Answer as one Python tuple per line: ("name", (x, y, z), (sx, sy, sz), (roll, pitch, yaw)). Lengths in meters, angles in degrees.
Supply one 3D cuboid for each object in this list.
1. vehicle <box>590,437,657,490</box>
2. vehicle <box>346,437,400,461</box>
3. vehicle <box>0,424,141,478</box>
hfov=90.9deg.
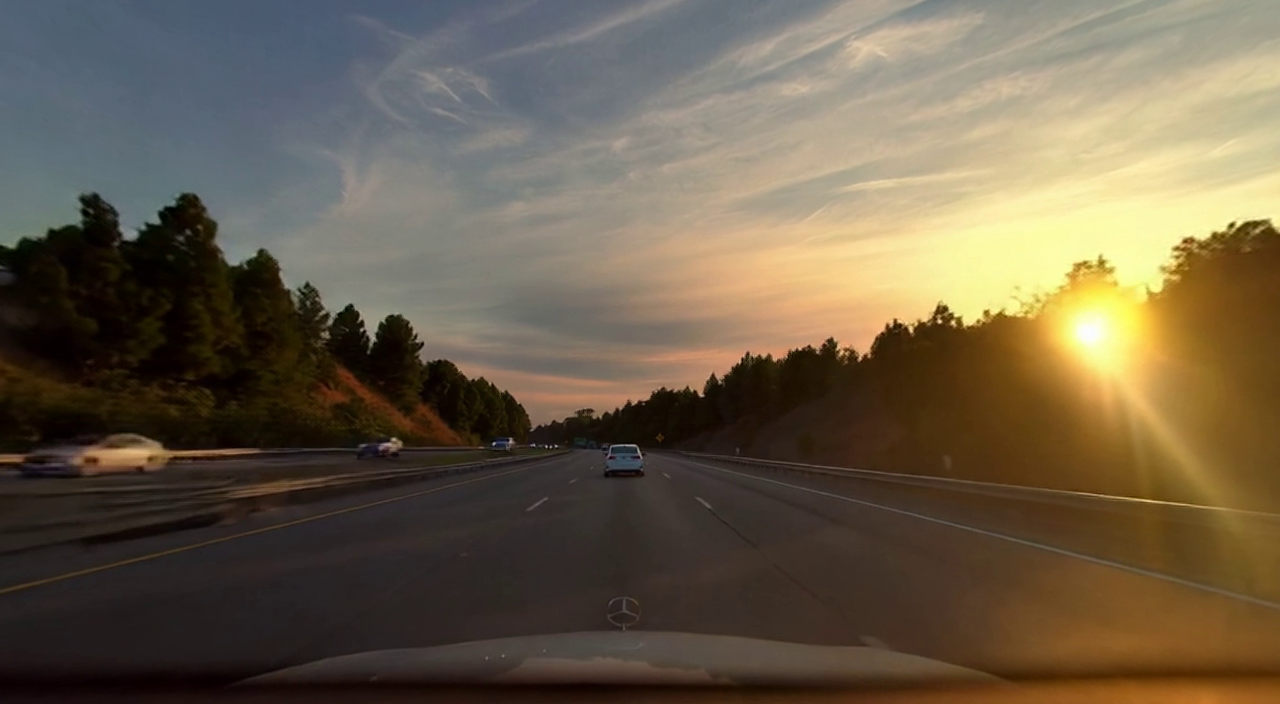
("vehicle", (-0.543, 3.670, 21.027), (2.011, 1.590, 3.607), (0, -9, -1))
("vehicle", (-17.780, 6.467, 42.189), (1.837, 1.512, 4.359), (0, -9, -2))
("vehicle", (-17.730, 3.041, 19.401), (1.714, 1.482, 3.643), (0, -9, -1))
